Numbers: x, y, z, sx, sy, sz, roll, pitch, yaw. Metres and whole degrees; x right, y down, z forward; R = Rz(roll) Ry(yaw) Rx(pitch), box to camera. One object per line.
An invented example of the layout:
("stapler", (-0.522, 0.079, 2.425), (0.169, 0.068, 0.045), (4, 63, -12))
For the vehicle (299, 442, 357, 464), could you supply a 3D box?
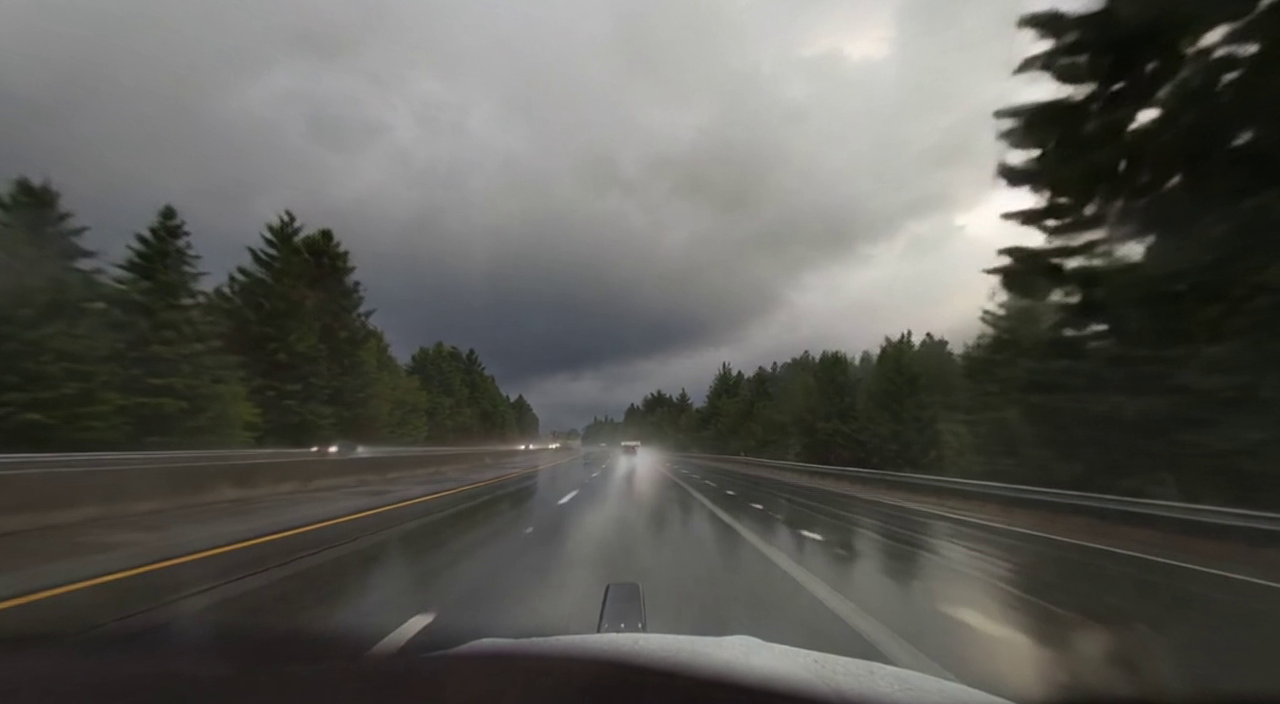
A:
("vehicle", (-22.573, 7.308, 45.820), (2.002, 1.503, 4.480), (0, -9, -2))
